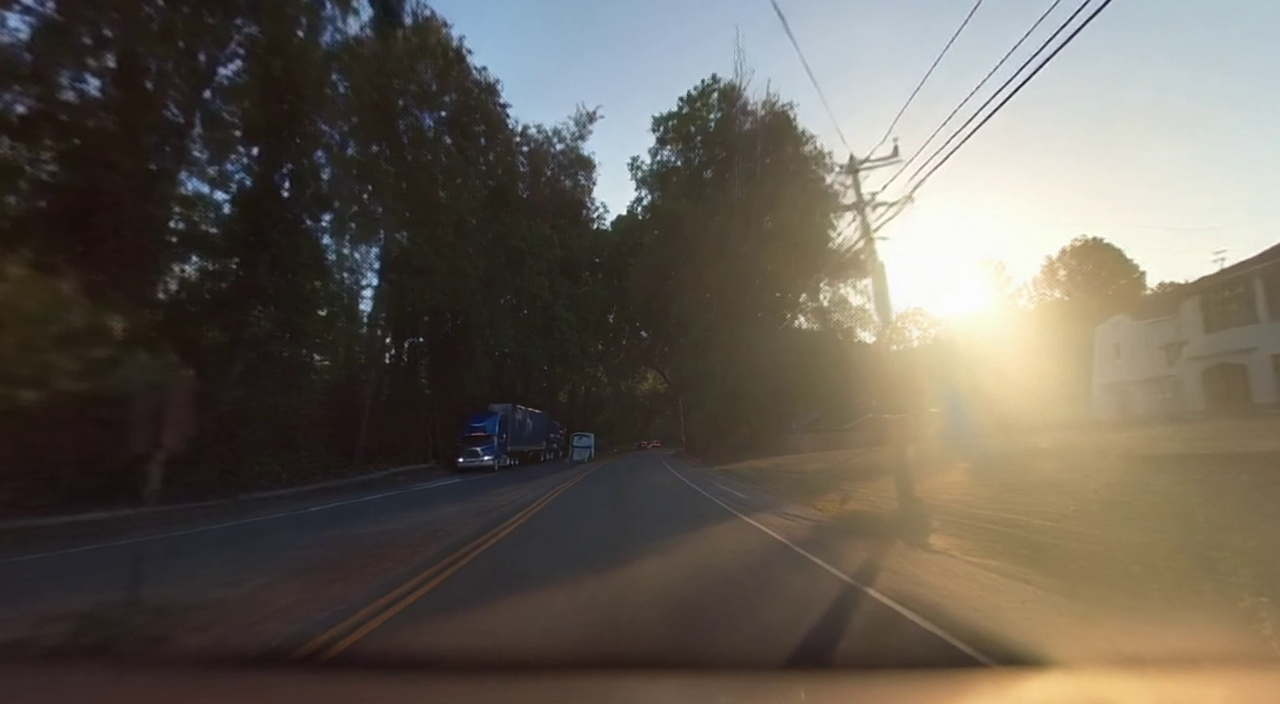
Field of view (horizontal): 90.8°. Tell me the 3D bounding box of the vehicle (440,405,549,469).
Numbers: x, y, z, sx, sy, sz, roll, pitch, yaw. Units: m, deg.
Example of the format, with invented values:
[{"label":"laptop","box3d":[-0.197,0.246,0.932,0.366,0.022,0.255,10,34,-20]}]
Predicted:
[{"label":"vehicle","box3d":[-9.668,6.053,43.486,5.596,3.130,8.972,-3,-14,-2]}]
